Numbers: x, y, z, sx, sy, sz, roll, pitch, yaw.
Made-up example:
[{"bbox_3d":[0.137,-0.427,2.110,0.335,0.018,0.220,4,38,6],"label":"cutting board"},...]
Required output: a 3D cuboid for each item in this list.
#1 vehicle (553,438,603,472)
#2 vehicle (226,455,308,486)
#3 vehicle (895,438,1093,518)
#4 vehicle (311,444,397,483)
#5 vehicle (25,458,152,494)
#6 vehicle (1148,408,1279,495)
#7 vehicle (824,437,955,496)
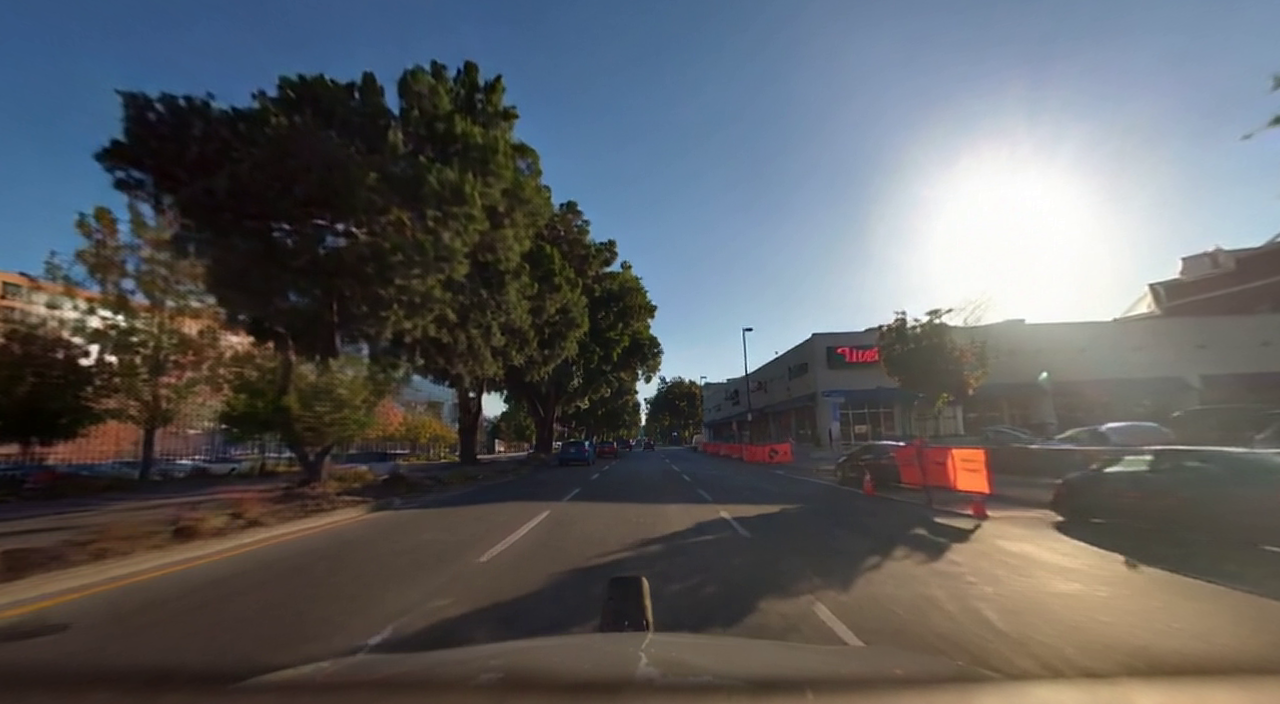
[{"bbox_3d":[-2.841,4.814,29.653,1.926,1.442,4.231,0,-8,0],"label":"vehicle"},{"bbox_3d":[-22.063,7.013,37.514,1.955,1.447,4.911,-5,-8,0],"label":"vehicle"},{"bbox_3d":[7.301,2.585,13.617,1.799,1.399,4.317,-1,-8,1],"label":"vehicle"},{"bbox_3d":[-12.170,4.733,27.080,1.797,1.510,3.919,0,-8,1],"label":"vehicle"},{"bbox_3d":[-29.683,6.633,34.094,4.947,1.683,1.968,7,-11,-41],"label":"vehicle"},{"bbox_3d":[13.378,2.043,13.023,1.916,1.683,4.516,0,-8,0],"label":"vehicle"},{"bbox_3d":[7.096,3.270,18.506,1.953,1.479,4.524,0,-8,0],"label":"vehicle"}]
